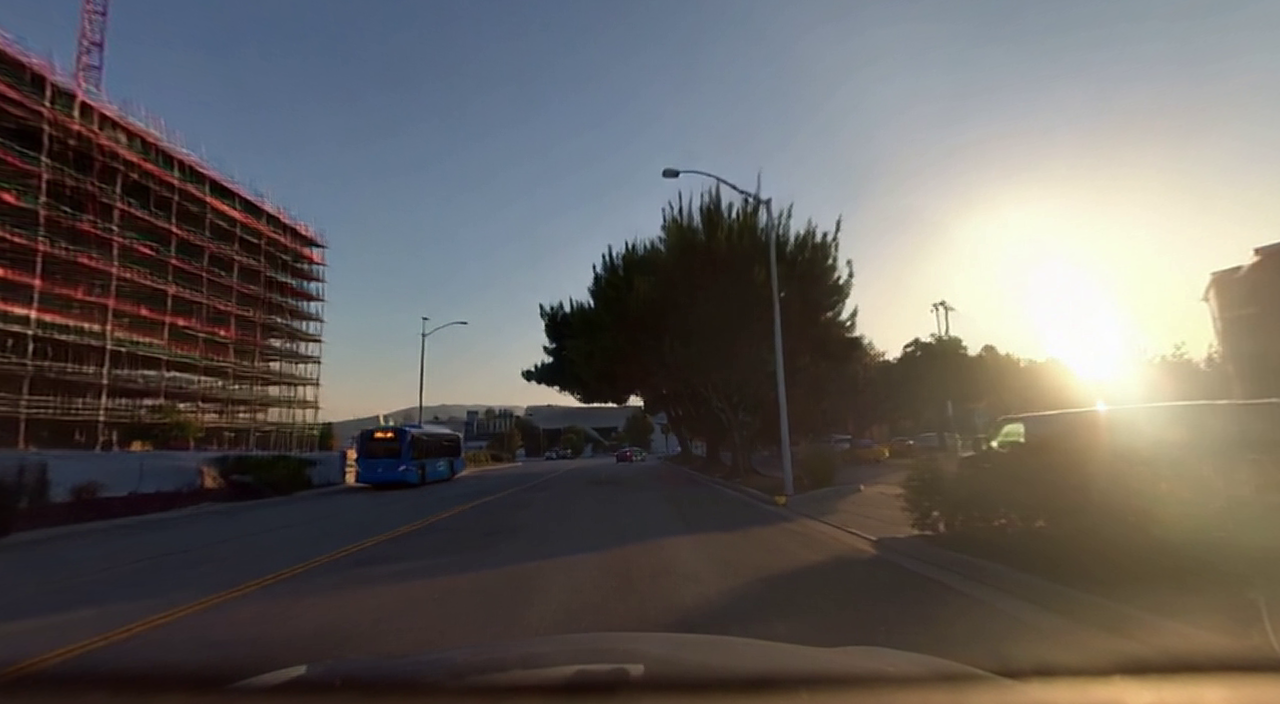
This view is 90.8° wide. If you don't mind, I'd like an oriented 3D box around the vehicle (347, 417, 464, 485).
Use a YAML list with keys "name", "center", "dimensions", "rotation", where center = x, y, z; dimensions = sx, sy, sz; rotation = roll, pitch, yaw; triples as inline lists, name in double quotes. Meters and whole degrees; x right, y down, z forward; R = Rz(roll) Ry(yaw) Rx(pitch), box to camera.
- name: "vehicle"
  center: [-10.538, 4.563, 29.181]
  dimensions: [2.979, 2.803, 5.962]
  rotation: [0, -9, 1]

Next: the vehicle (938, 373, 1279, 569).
- name: "vehicle"
  center: [6.986, 1.662, 9.184]
  dimensions: [2.267, 1.911, 5.816]
  rotation: [1, -10, -2]

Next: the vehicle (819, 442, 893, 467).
- name: "vehicle"
  center: [13.393, 6.396, 39.253]
  dimensions: [3.897, 1.470, 1.829]
  rotation: [1, -10, -2]
